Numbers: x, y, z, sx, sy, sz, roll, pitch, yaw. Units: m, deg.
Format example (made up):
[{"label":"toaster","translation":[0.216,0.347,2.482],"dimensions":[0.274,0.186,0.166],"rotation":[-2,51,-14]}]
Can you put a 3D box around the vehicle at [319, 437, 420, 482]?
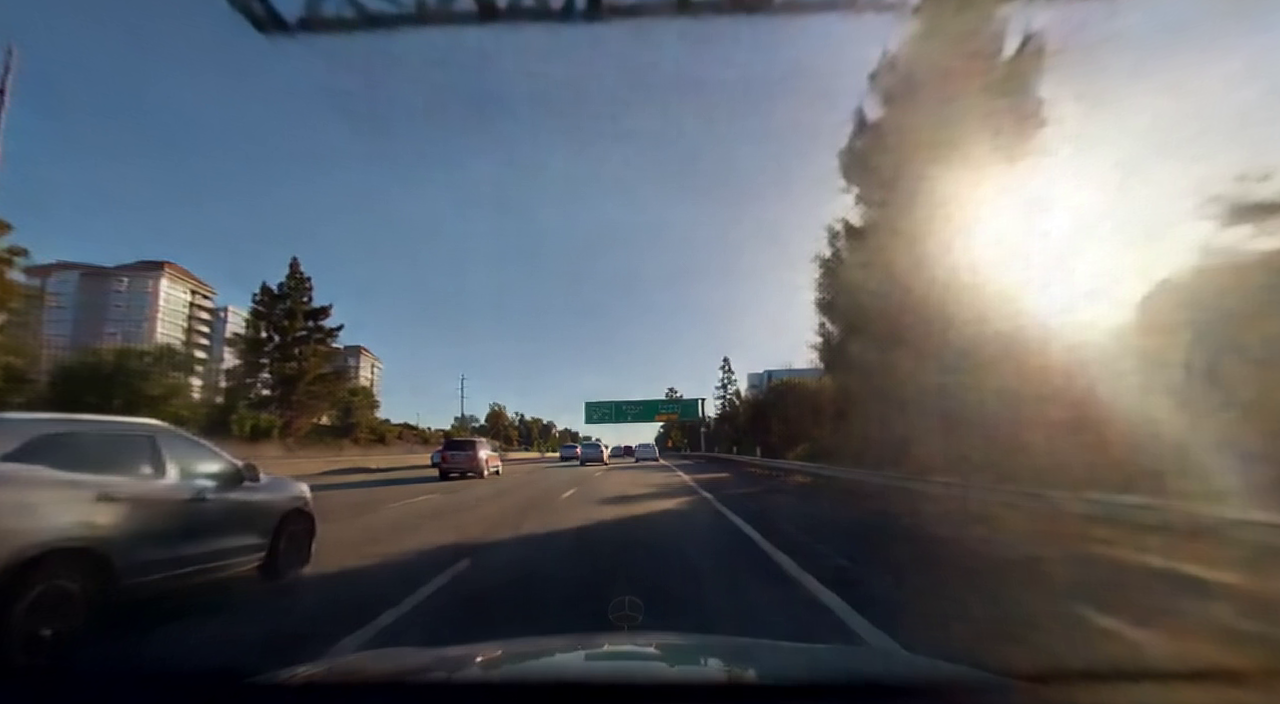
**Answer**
[{"label":"vehicle","translation":[-11.400,4.538,27.030],"dimensions":[2.187,1.726,4.634],"rotation":[0,-8,1]}]

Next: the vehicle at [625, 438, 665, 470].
[{"label":"vehicle","translation":[0.250,5.818,36.167],"dimensions":[2.135,1.697,4.757],"rotation":[0,-8,0]}]

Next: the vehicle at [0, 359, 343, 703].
[{"label":"vehicle","translation":[-4.138,1.041,3.954],"dimensions":[2.136,1.718,4.873],"rotation":[0,-8,0]}]

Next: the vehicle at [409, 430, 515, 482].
[{"label":"vehicle","translation":[-7.223,4.289,26.459],"dimensions":[2.521,1.901,5.988],"rotation":[0,-8,2]}]

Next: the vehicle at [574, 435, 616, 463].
[{"label":"vehicle","translation":[-3.462,7.640,49.704],"dimensions":[2.751,2.050,5.761],"rotation":[0,-8,2]}]
